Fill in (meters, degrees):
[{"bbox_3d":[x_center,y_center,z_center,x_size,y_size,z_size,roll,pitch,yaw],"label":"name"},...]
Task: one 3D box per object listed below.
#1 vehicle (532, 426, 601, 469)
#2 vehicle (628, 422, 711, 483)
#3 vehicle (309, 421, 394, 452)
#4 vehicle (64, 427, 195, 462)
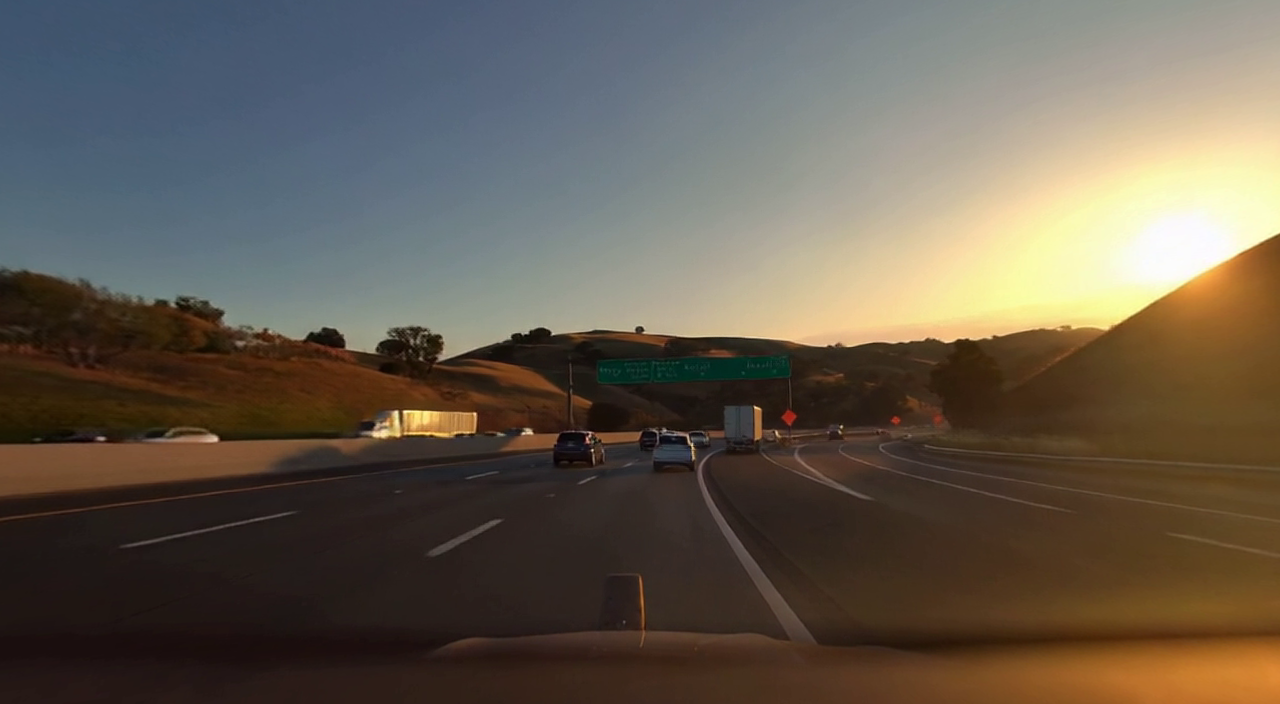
[{"bbox_3d":[-3.079,4.145,27.420,2.077,1.712,4.406,-1,-8,5],"label":"vehicle"},{"bbox_3d":[1.037,3.347,21.266,2.484,1.820,4.497,-1,-8,4],"label":"vehicle"},{"bbox_3d":[-18.954,5.624,41.795,2.337,1.884,5.798,-1,-8,7],"label":"vehicle"},{"bbox_3d":[-23.733,4.332,29.610,1.901,1.481,4.719,-1,-8,6],"label":"vehicle"}]
